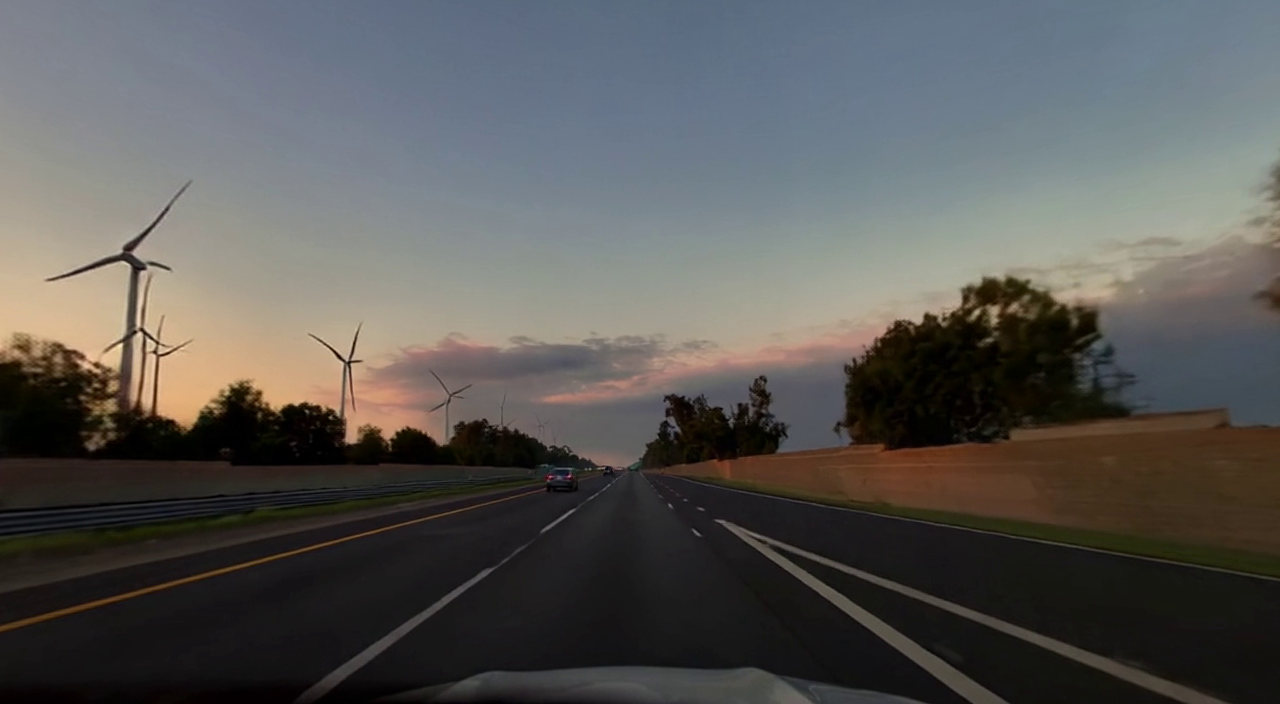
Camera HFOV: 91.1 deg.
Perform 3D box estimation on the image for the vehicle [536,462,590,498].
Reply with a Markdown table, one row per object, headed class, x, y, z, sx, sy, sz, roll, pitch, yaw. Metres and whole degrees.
| class | x | y | z | sx | sy | sz | roll | pitch | yaw |
| --- | --- | --- | --- | --- | --- | --- | --- | --- | --- |
| vehicle | -3.530 | 5.961 | 29.438 | 2.001 | 1.486 | 4.104 | 1 | -10 | 0 |
